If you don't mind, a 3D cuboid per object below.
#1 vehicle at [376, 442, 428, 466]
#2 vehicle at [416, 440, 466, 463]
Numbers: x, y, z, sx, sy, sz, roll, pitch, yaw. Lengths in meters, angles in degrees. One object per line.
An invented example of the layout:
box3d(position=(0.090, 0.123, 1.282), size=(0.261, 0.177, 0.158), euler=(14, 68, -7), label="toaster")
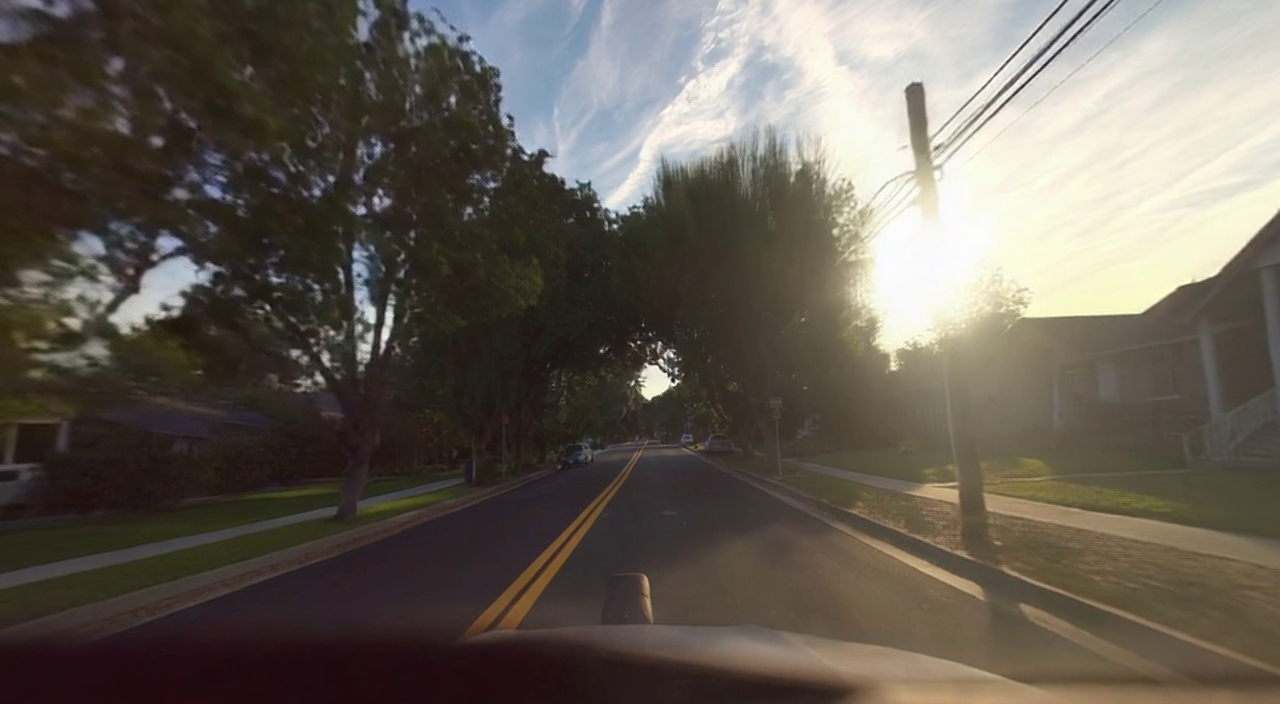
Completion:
box3d(position=(-16.691, 7.123, 44.357), size=(1.903, 1.500, 4.214), euler=(-2, -8, 2), label="vehicle")
box3d(position=(-13.836, 6.936, 44.142), size=(1.830, 1.495, 4.641), euler=(0, -9, 2), label="vehicle")
